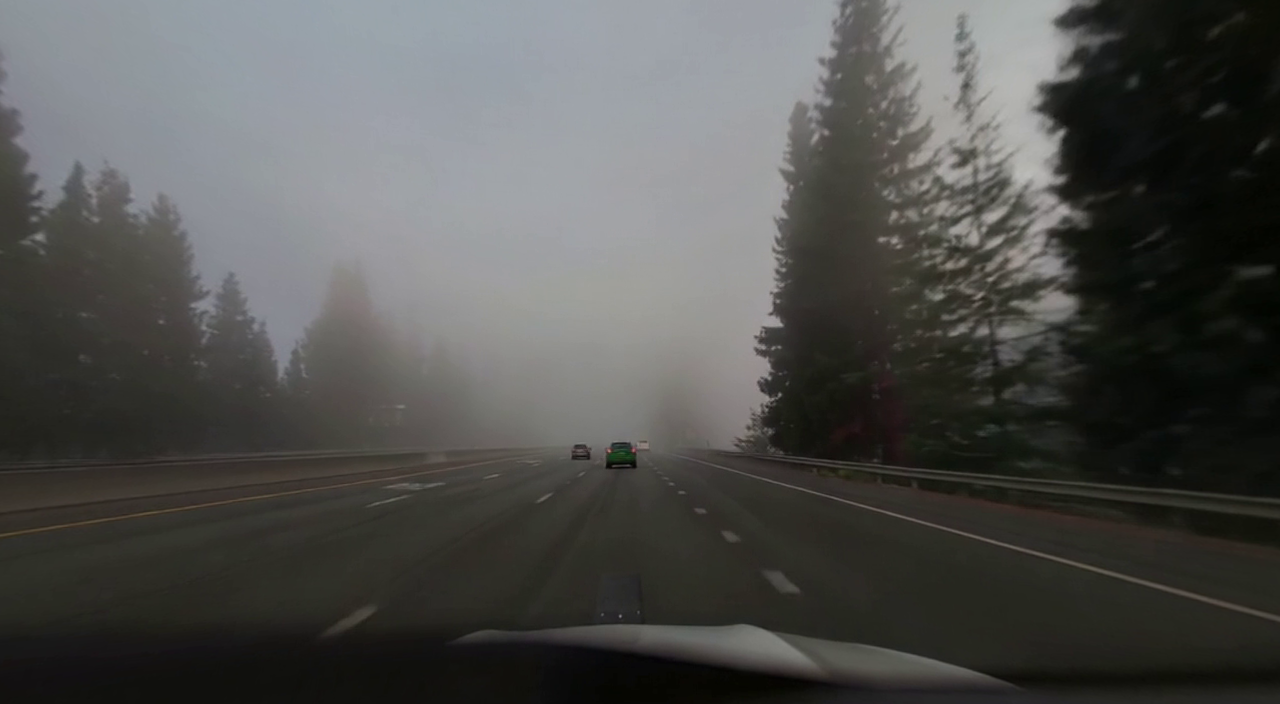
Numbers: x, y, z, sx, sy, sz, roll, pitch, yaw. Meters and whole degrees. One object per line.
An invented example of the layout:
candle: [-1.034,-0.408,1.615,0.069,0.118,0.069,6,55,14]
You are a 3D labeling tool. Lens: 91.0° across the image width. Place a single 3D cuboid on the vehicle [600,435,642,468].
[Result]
vehicle: [-1.116,5.837,37.070,2.302,1.810,4.707,0,-8,-1]
